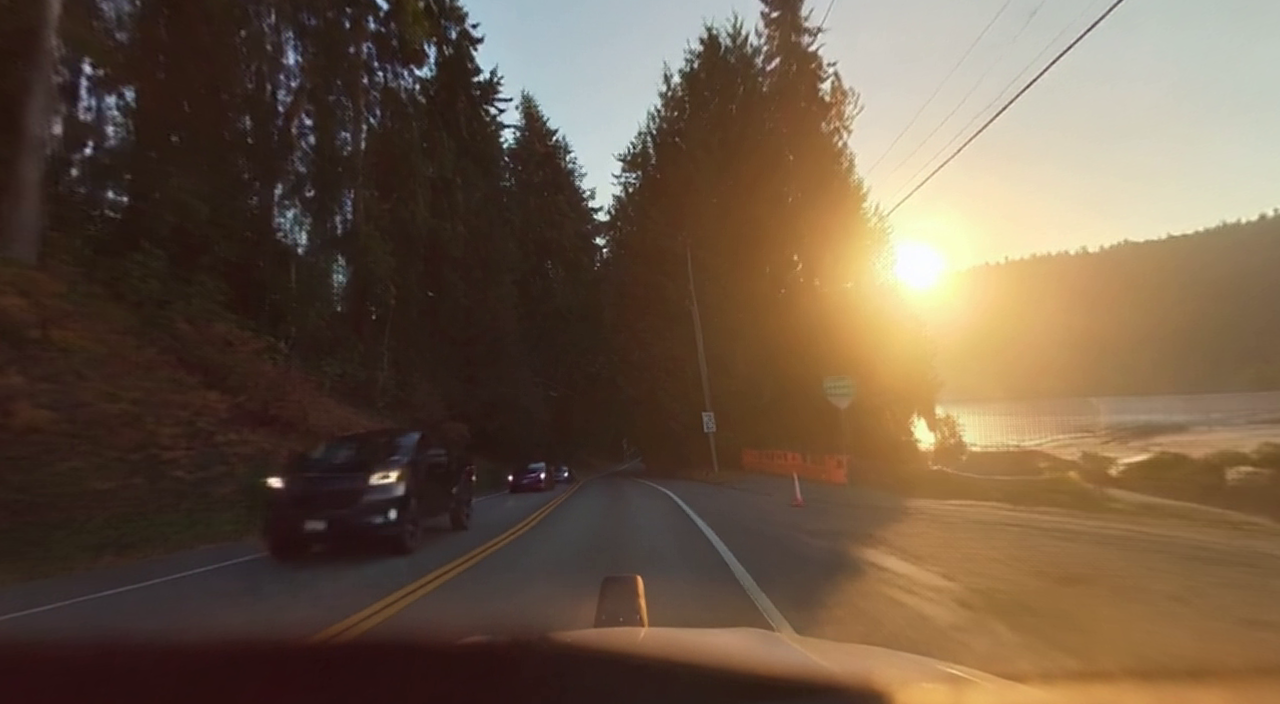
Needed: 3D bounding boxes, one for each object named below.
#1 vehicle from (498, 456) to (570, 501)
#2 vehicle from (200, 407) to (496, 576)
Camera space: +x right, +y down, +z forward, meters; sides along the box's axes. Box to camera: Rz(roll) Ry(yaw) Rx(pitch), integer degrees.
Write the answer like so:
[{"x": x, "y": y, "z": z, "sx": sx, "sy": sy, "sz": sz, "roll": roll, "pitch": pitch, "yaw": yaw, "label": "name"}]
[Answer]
[{"x": -3.769, "y": 4.576, "z": 23.252, "sx": 2.032, "sy": 1.444, "sz": 4.164, "roll": 0, "pitch": -9, "yaw": -1, "label": "vehicle"}, {"x": -4.027, "y": 2.056, "z": 10.078, "sx": 2.221, "sy": 1.969, "sz": 5.153, "roll": 0, "pitch": -9, "yaw": 0, "label": "vehicle"}]
